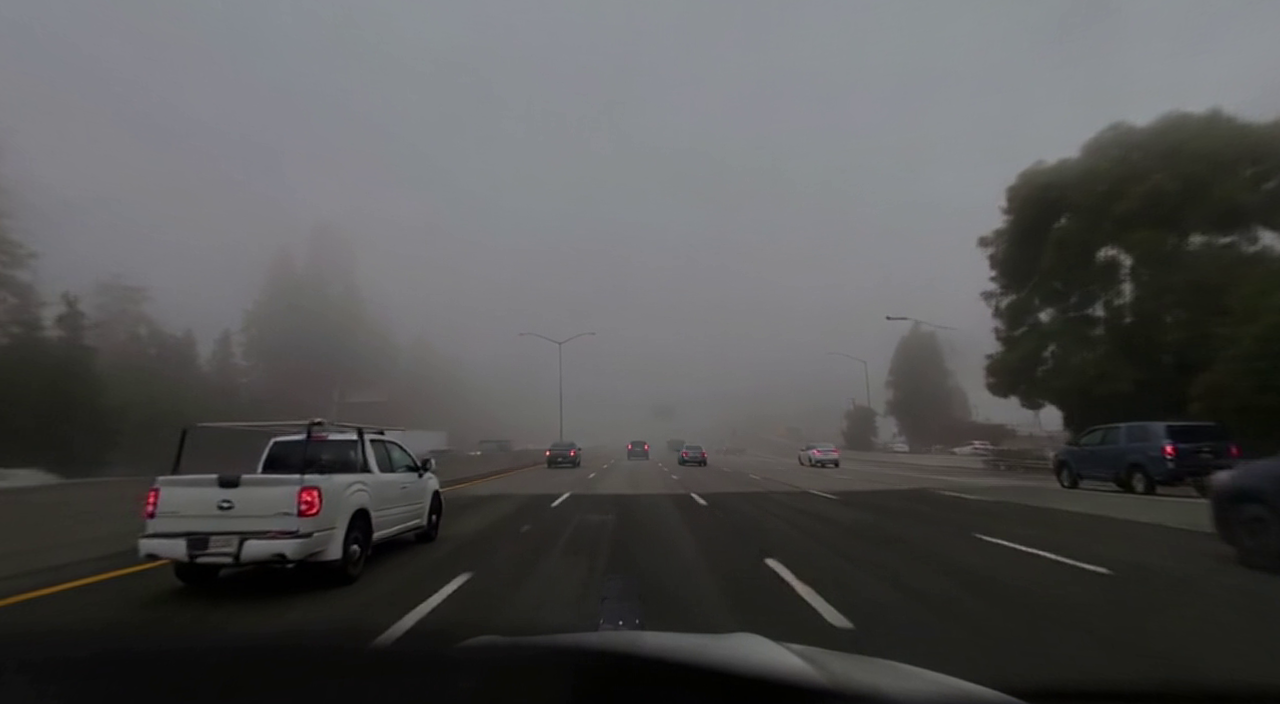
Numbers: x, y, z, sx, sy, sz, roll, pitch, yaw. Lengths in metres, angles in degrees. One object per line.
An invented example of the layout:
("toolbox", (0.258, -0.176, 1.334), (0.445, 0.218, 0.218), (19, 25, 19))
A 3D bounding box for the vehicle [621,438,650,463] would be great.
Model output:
("vehicle", (-0.380, 7.667, 49.311), (2.192, 1.813, 4.864), (0, -8, -1))

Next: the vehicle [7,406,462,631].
("vehicle", (-3.643, 1.567, 6.954), (2.119, 1.654, 4.353), (0, -8, 0))

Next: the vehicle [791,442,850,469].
("vehicle", (9.633, 5.561, 34.083), (1.910, 1.384, 3.867), (0, -8, -2))

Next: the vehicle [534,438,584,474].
("vehicle", (-4.028, 5.261, 32.141), (1.992, 1.651, 4.185), (0, -8, 0))

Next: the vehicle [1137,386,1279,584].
("vehicle", (6.488, 0.974, 4.412), (2.105, 1.655, 4.652), (0, -8, -2))

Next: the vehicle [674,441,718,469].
("vehicle", (3.153, 5.944, 36.624), (2.007, 1.469, 4.337), (0, -8, -2))
